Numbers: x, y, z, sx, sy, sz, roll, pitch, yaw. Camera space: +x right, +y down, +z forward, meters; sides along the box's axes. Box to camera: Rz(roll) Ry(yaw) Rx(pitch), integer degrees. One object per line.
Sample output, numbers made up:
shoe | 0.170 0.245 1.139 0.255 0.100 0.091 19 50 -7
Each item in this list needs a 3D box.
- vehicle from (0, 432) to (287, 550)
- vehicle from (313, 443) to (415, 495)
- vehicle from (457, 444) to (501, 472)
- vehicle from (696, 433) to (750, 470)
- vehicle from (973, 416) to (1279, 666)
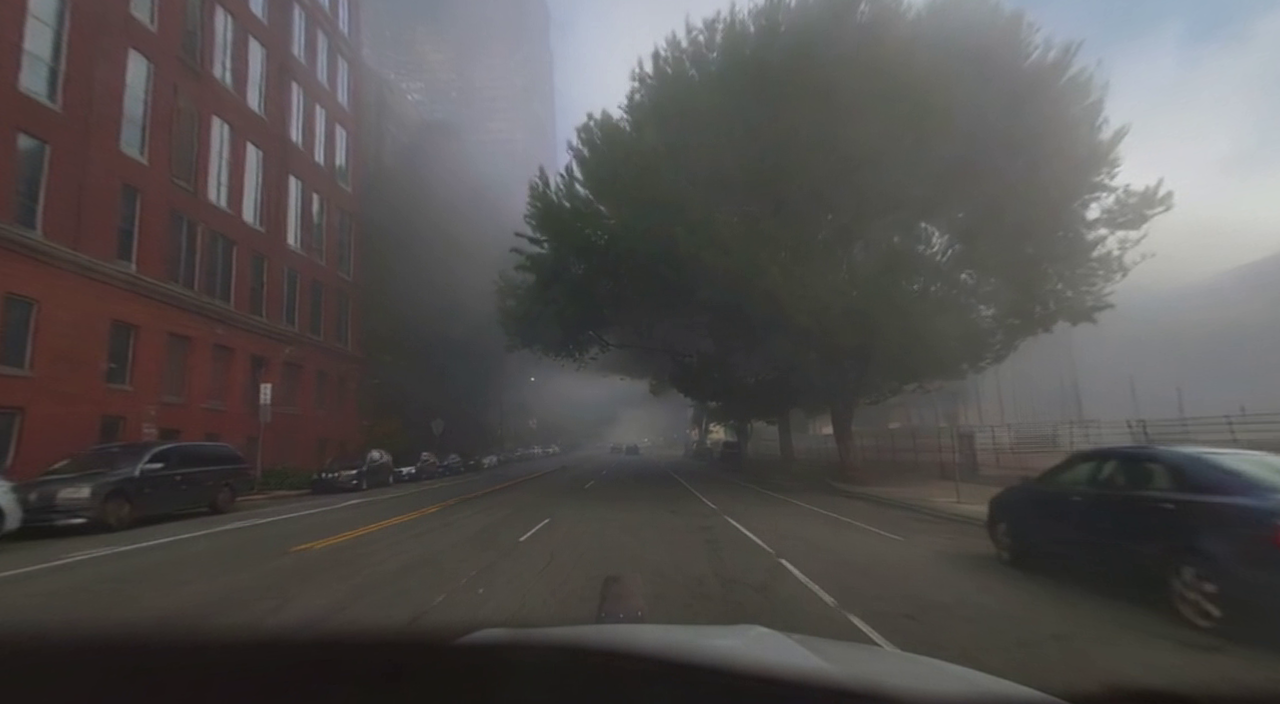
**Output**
vehicle | -10.898 2.912 14.107 2.574 1.922 6.292 -4 -9 -1
vehicle | -11.358 4.796 26.492 1.970 1.828 5.519 -3 -8 -2
vehicle | -11.330 7.489 44.748 2.039 1.770 4.445 -3 -9 -1
vehicle | 4.575 5.577 35.582 2.237 1.908 5.320 0 -8 -1
vehicle | 4.911 1.345 5.148 1.929 1.522 4.543 0 -8 0
